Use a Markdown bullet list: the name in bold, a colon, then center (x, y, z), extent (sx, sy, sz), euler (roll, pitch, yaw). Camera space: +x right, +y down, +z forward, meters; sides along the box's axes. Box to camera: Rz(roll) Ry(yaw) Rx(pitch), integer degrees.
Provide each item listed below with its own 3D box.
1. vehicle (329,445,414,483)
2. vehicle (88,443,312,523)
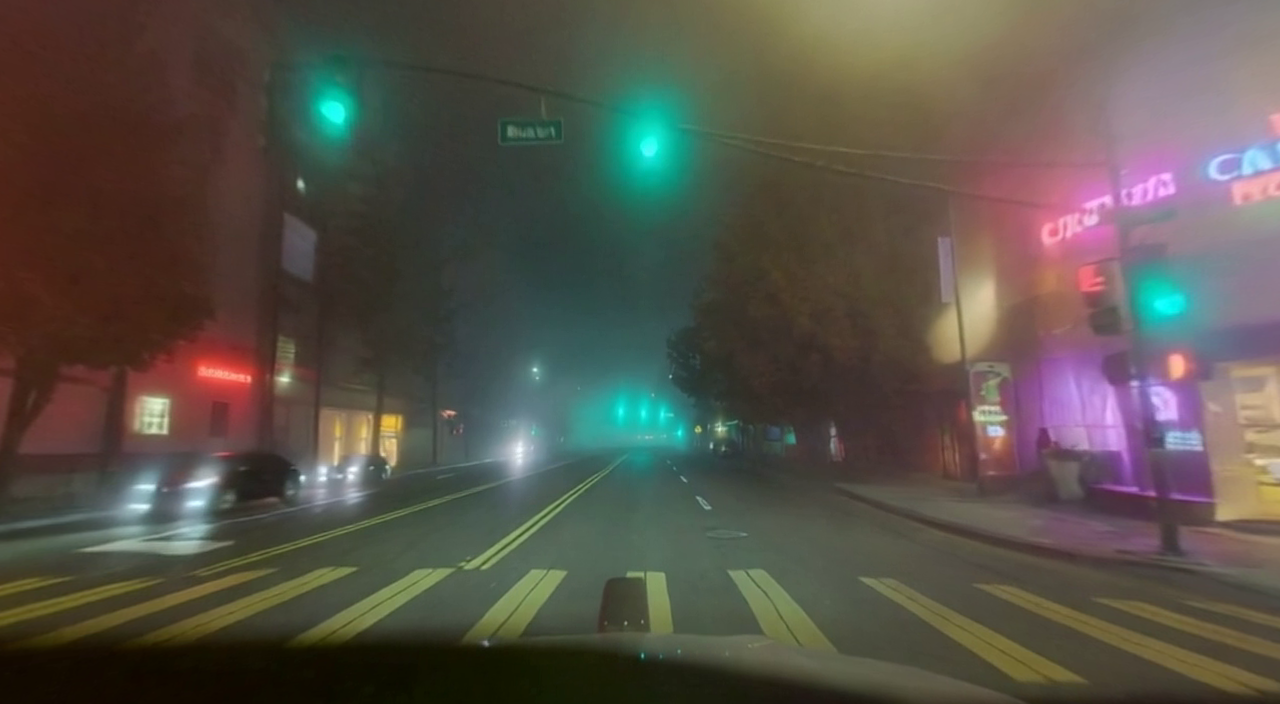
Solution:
- **vehicle**: center (-12.057, 5.044, 28.610), extent (1.960, 1.554, 4.050), euler (0, -8, 1)
- **vehicle**: center (-9.263, 2.744, 13.794), extent (1.913, 1.457, 4.048), euler (0, -8, 1)
